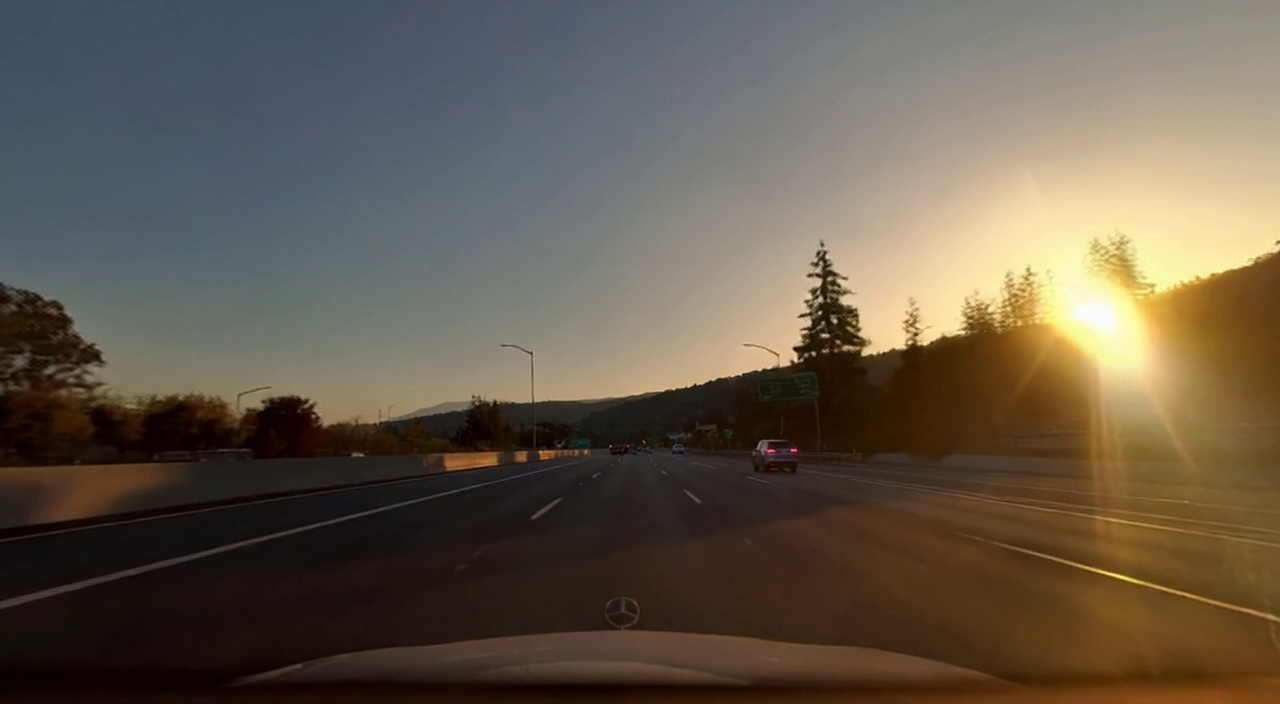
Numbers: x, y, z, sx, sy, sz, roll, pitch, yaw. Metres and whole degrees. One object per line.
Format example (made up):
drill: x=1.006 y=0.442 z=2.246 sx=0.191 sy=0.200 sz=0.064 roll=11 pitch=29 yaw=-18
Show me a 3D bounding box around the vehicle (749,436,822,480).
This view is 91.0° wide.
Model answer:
vehicle: x=6.311 y=4.641 z=27.892 sx=2.096 sy=1.767 sz=4.601 roll=0 pitch=-9 yaw=0
